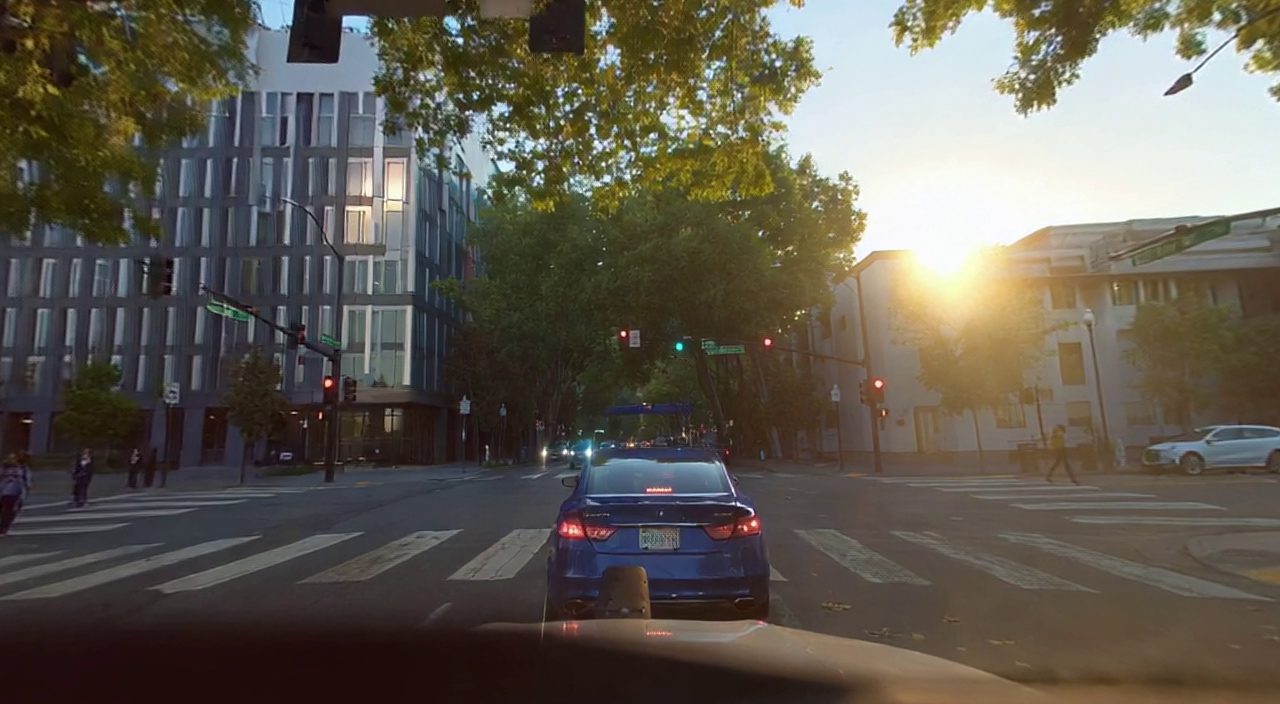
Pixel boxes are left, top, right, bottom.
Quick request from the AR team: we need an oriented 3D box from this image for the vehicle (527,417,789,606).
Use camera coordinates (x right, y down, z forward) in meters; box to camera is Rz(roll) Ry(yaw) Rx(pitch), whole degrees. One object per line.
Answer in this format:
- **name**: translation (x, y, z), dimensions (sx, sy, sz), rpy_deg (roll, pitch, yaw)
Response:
- **vehicle**: translation (-0.145, 1.643, 7.490), dimensions (1.893, 1.532, 4.145), rpy_deg (2, -9, -16)

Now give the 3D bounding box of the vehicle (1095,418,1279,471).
- **vehicle**: translation (19.154, 3.258, 22.214), dimensions (4.675, 1.772, 1.945), rpy_deg (0, -8, 0)
